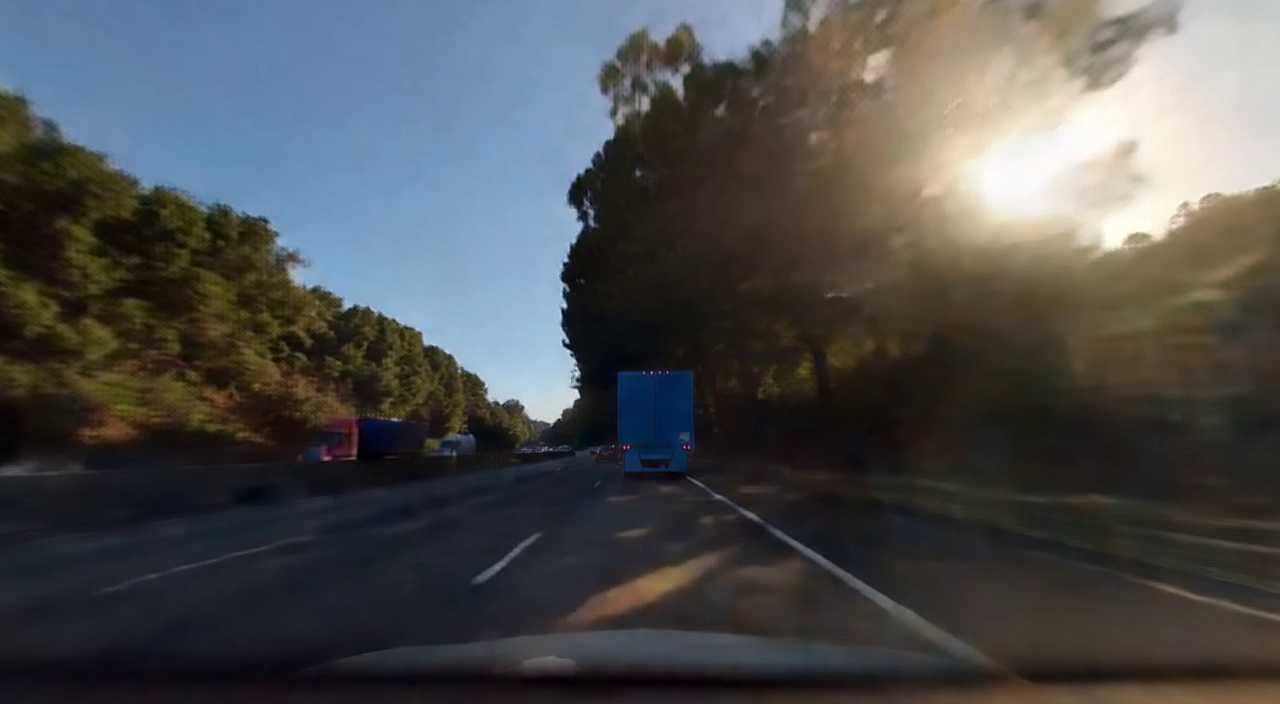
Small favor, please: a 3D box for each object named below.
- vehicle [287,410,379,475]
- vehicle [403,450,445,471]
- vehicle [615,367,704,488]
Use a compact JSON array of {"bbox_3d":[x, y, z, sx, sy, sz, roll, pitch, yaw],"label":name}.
[{"bbox_3d":[-20.009,5.991,41.555,2.939,3.903,5.958,0,-9,0],"label":"vehicle"},{"bbox_3d":[-15.872,7.974,46.536,1.774,1.419,3.615,0,-9,1],"label":"vehicle"},{"bbox_3d":[0.603,3.224,25.832,2.898,3.973,10.063,0,-9,0],"label":"vehicle"}]
